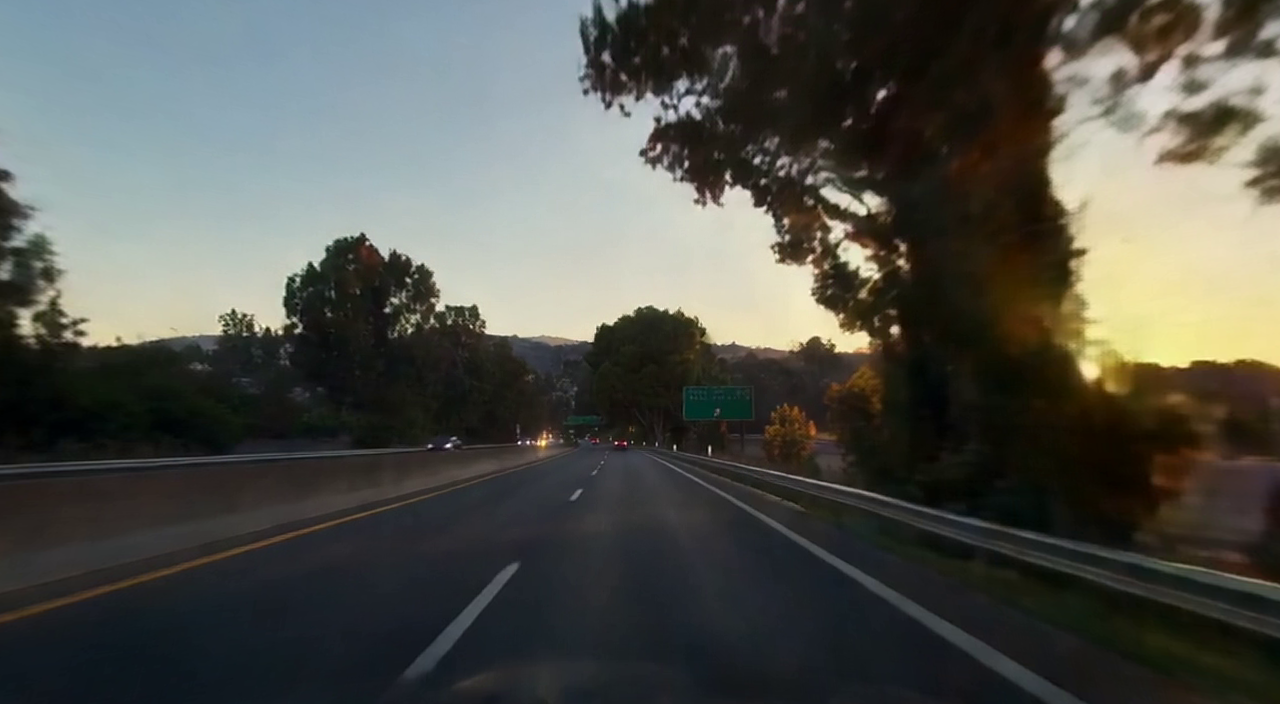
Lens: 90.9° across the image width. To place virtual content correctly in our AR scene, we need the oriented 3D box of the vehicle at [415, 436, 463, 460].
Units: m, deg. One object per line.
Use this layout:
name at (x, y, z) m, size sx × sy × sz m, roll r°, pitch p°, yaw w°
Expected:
vehicle at (-13.590, 6.485, 42.794) m, size 1.972 × 1.503 × 3.935 m, roll 0°, pitch -8°, yaw 0°
